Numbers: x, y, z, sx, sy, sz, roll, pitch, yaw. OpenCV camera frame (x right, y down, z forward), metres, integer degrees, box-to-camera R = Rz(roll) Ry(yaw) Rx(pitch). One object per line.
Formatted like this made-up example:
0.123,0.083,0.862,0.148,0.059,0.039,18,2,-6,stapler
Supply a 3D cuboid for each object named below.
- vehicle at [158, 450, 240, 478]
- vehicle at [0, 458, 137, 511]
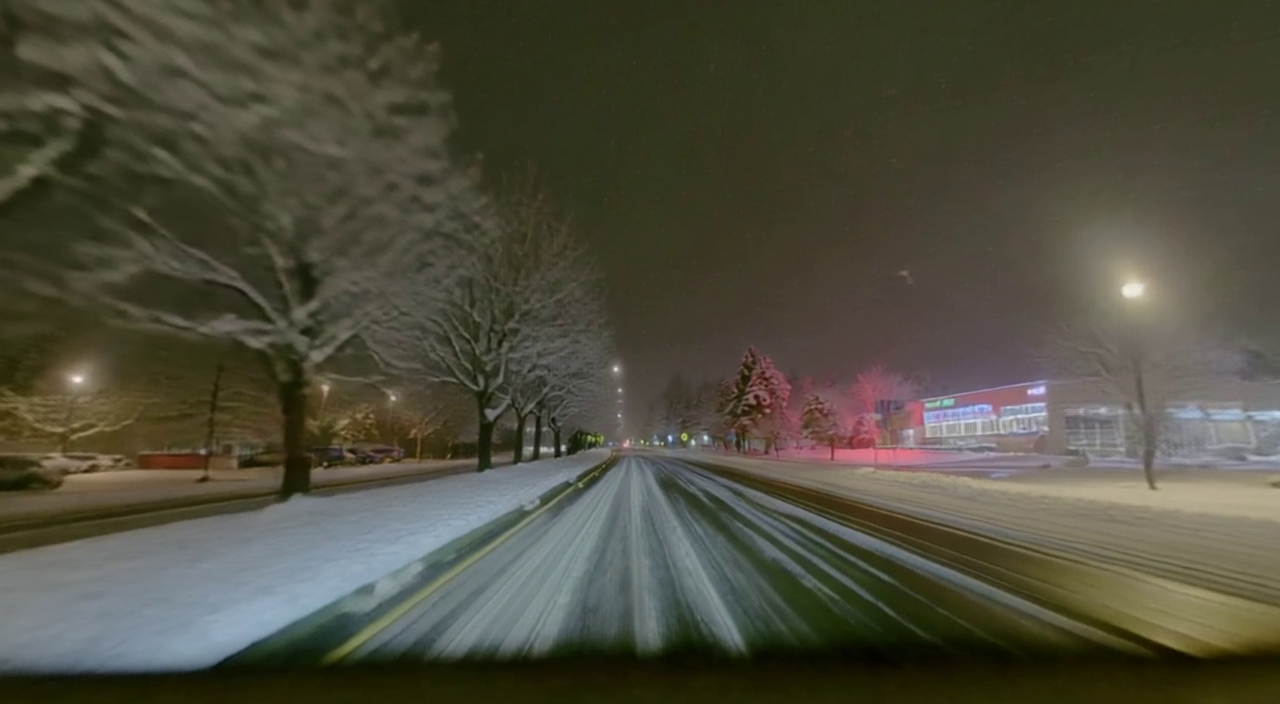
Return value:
-28.554,7.236,41.111,1.948,1.689,4.553,0,-8,2,vehicle
-19.440,4.328,20.939,1.889,1.497,4.478,-3,-9,-1,vehicle
